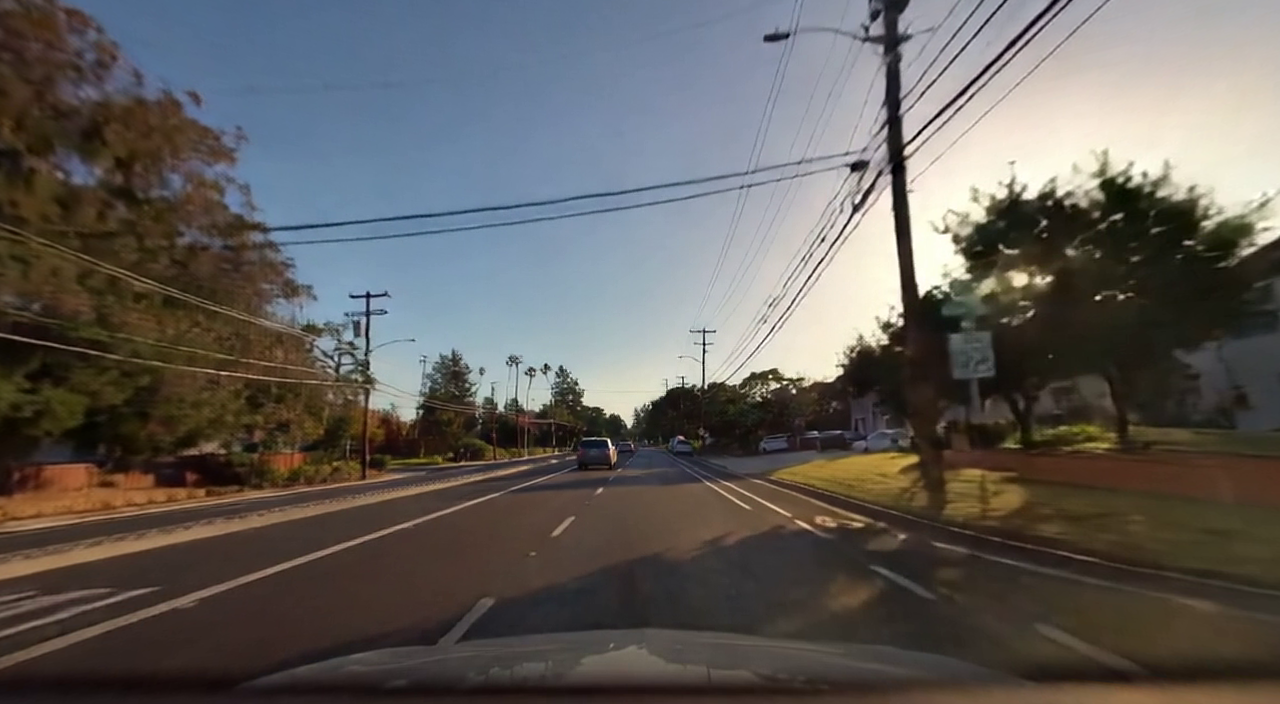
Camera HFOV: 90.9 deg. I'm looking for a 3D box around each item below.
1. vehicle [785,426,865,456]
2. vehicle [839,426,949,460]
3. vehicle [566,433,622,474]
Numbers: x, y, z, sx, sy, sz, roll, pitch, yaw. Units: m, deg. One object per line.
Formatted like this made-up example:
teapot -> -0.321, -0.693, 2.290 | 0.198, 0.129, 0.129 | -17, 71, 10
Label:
vehicle -> 12.524, 6.072, 42.919 | 4.719, 1.553, 1.889 | -5, -8, 0
vehicle -> 12.028, 4.394, 30.149 | 2.212, 1.404, 4.283 | 3, -10, -33
vehicle -> -2.217, 5.125, 31.980 | 2.327, 1.861, 4.941 | 0, -9, 2
